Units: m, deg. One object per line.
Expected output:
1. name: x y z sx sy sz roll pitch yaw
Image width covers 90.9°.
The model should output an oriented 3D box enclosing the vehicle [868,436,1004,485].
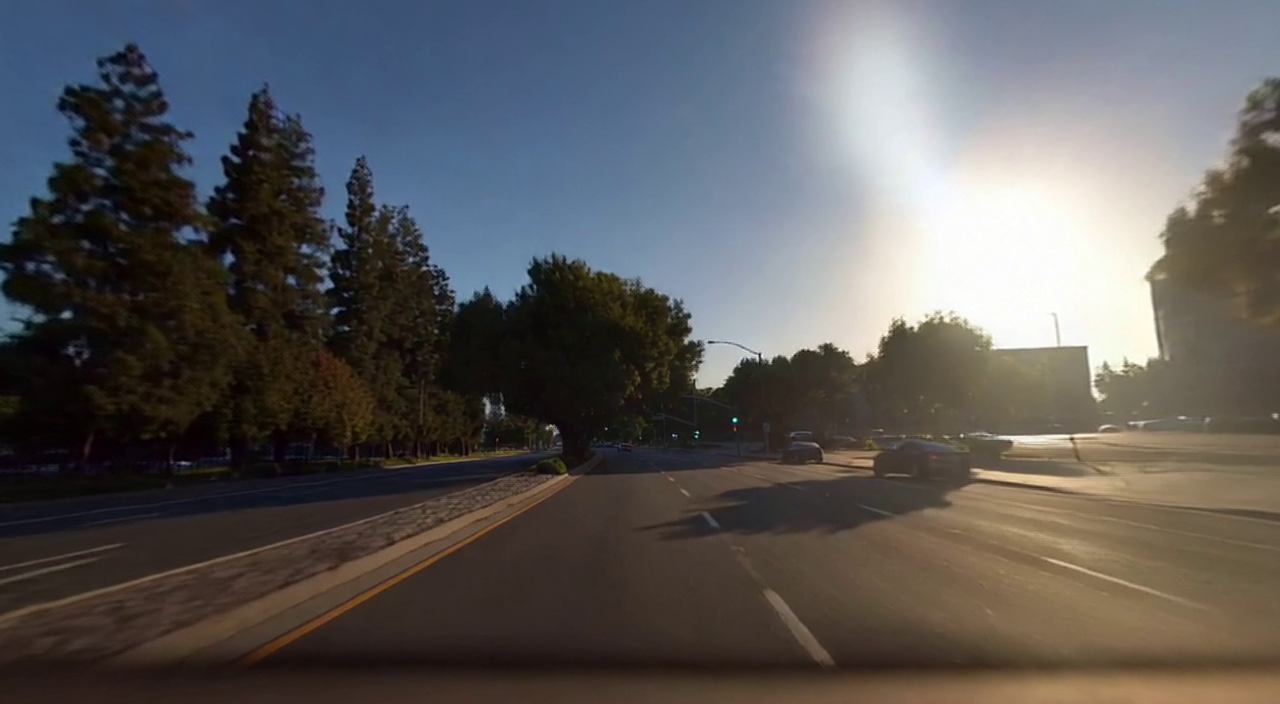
1. vehicle: 10.321 3.827 22.656 2.109 1.533 5.664 0 -8 -1

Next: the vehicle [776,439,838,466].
1. vehicle: 10.336 6.241 39.392 2.034 1.551 5.228 1 -8 -5
